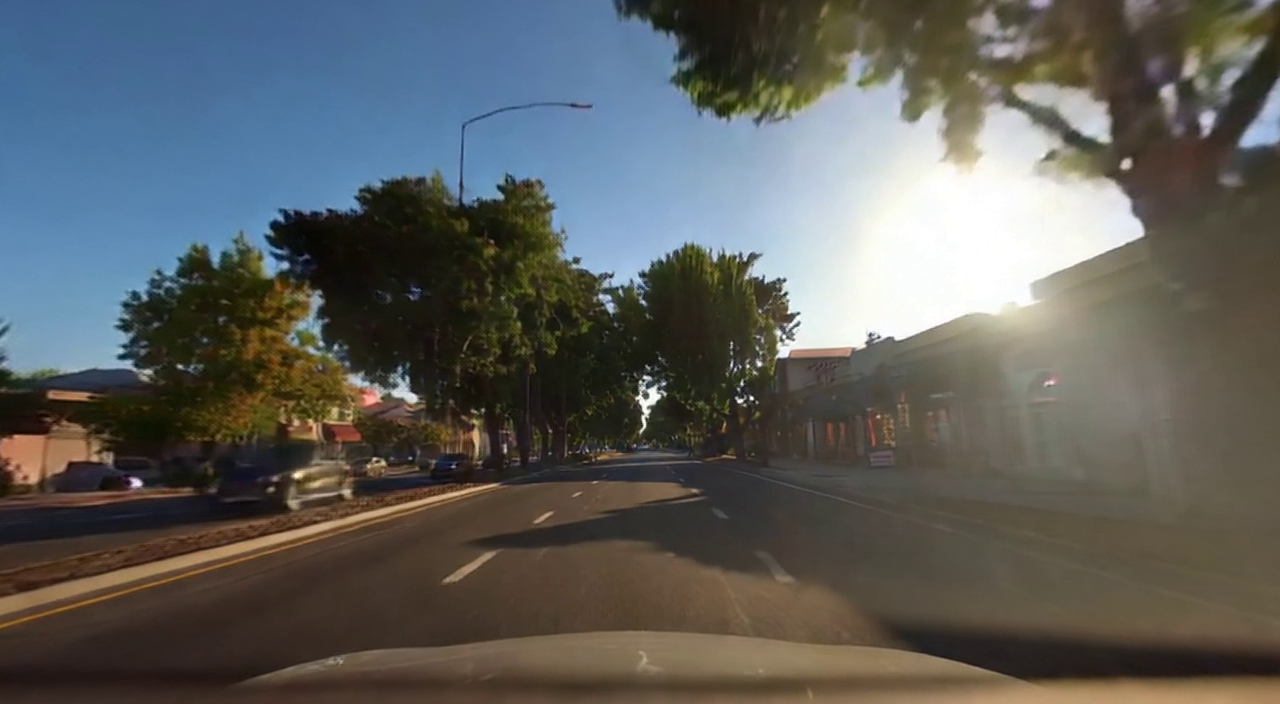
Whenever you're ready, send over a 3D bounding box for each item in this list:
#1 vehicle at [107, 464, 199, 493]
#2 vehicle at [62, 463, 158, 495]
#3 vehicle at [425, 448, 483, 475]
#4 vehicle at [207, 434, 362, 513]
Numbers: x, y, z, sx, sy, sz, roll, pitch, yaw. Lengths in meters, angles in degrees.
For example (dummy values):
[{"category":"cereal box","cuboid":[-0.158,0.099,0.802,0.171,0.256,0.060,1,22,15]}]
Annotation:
[{"category":"vehicle","cuboid":[-28.585,7.413,37.180,1.865,1.391,4.516,0,-8,0]},{"category":"vehicle","cuboid":[-30.987,7.410,37.041,1.903,1.517,4.497,-3,-8,-3]},{"category":"vehicle","cuboid":[-11.408,6.719,39.025,2.070,1.500,4.724,-2,-8,1]},{"category":"vehicle","cuboid":[-9.445,3.225,17.251,2.012,1.756,4.268,-3,-8,-4]}]
